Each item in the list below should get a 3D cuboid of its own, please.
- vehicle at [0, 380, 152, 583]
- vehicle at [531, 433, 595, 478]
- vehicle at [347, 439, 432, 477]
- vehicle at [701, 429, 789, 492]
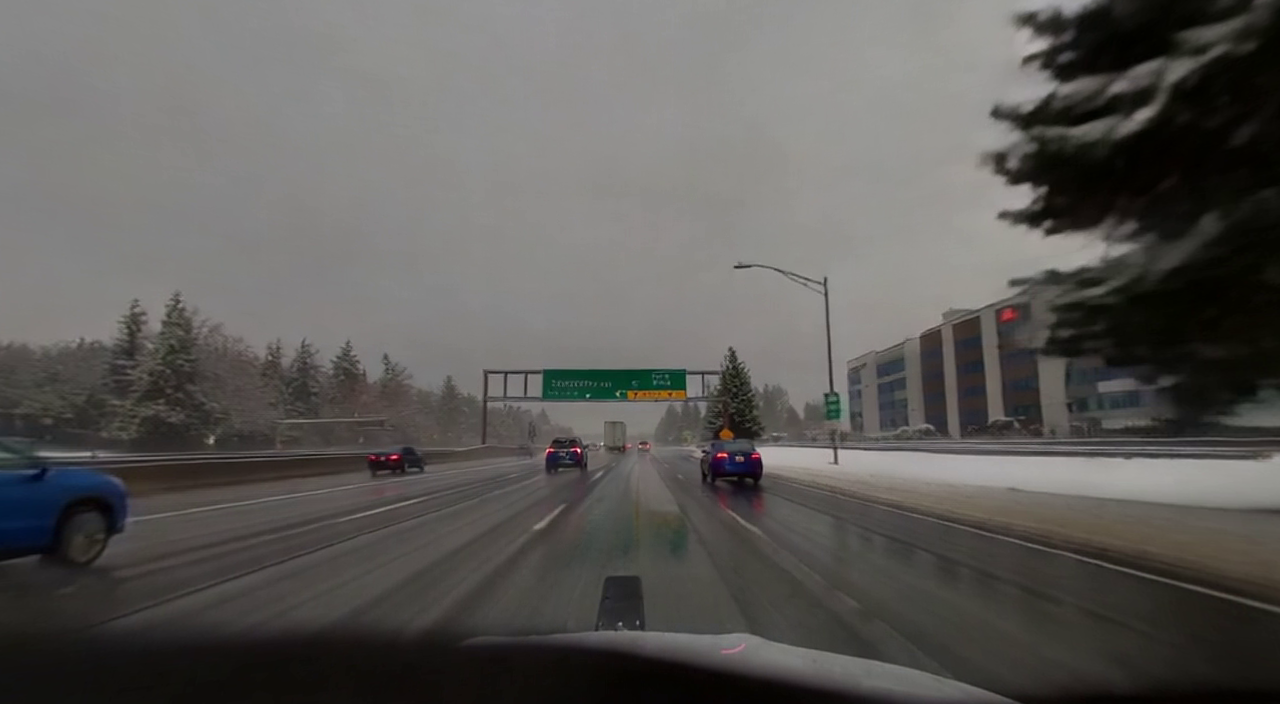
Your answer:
[{"bbox_3d":[-7.061,1.034,4.818,2.314,1.842,5.279,1,-9,1],"label":"vehicle"},{"bbox_3d":[-3.191,4.395,27.011,2.111,1.742,4.315,0,-9,1],"label":"vehicle"},{"bbox_3d":[-10.918,4.644,27.770,1.919,1.509,4.265,1,-9,1],"label":"vehicle"},{"bbox_3d":[3.213,3.431,20.192,2.101,1.742,4.495,1,-9,1],"label":"vehicle"}]
